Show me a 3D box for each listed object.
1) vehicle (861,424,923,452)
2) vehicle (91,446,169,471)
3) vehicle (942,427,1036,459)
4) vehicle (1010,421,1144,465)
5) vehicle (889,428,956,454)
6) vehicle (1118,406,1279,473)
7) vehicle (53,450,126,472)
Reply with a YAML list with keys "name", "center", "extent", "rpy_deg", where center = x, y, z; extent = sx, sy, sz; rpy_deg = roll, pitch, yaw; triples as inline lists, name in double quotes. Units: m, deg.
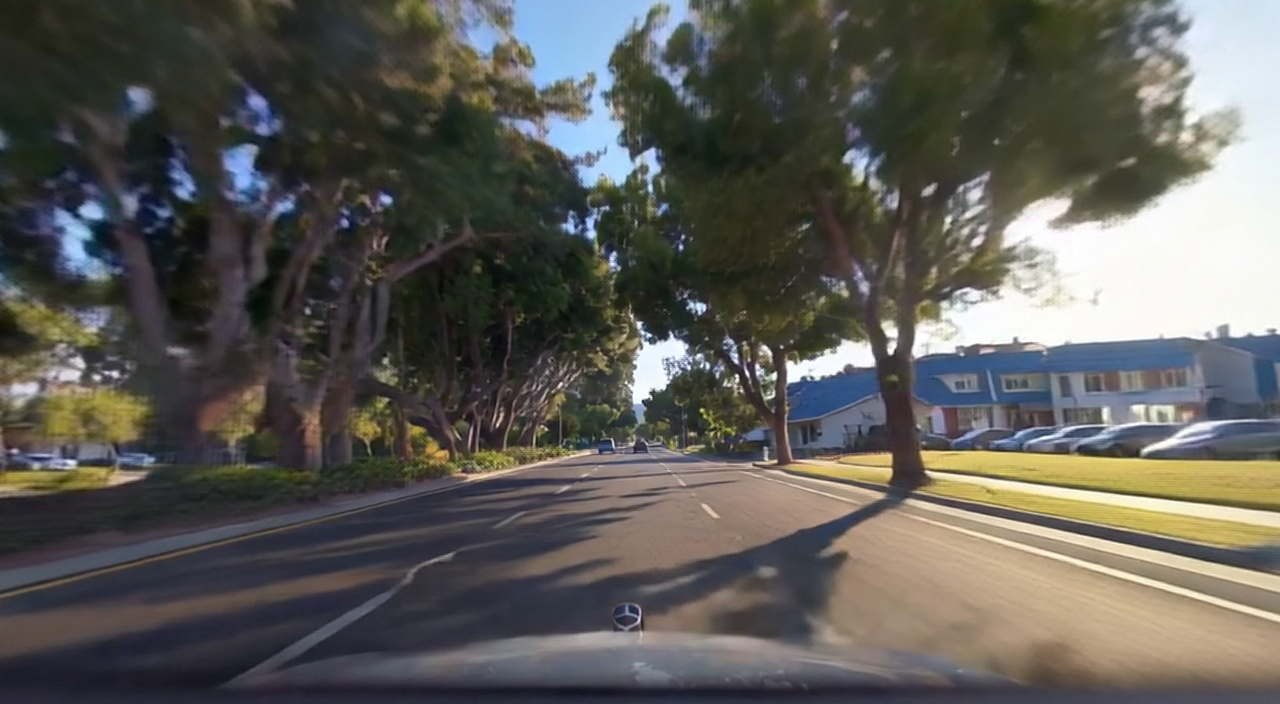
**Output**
- name: "vehicle"
  center: [17.438, 6.000, 43.989]
  extent: [2.094, 1.813, 5.789]
  rpy_deg: [-1, -8, 1]
- name: "vehicle"
  center: [-37.669, 7.864, 46.692]
  extent: [1.900, 1.685, 4.572]
  rpy_deg: [0, -8, 1]
- name: "vehicle"
  center: [16.950, 4.472, 30.915]
  extent: [1.804, 1.468, 4.699]
  rpy_deg: [0, -8, -2]
- name: "vehicle"
  center: [16.606, 3.513, 24.304]
  extent: [1.968, 1.511, 4.497]
  rpy_deg: [0, -8, 1]
- name: "vehicle"
  center: [17.007, 5.406, 38.198]
  extent: [1.825, 1.458, 4.689]
  rpy_deg: [0, -8, 0]
- name: "vehicle"
  center: [16.481, 2.536, 18.211]
  extent: [2.046, 1.714, 4.199]
  rpy_deg: [-1, -8, 2]
- name: "vehicle"
  center: [-40.469, 8.012, 46.447]
  extent: [1.908, 1.429, 3.780]
  rpy_deg: [-1, -8, 2]
